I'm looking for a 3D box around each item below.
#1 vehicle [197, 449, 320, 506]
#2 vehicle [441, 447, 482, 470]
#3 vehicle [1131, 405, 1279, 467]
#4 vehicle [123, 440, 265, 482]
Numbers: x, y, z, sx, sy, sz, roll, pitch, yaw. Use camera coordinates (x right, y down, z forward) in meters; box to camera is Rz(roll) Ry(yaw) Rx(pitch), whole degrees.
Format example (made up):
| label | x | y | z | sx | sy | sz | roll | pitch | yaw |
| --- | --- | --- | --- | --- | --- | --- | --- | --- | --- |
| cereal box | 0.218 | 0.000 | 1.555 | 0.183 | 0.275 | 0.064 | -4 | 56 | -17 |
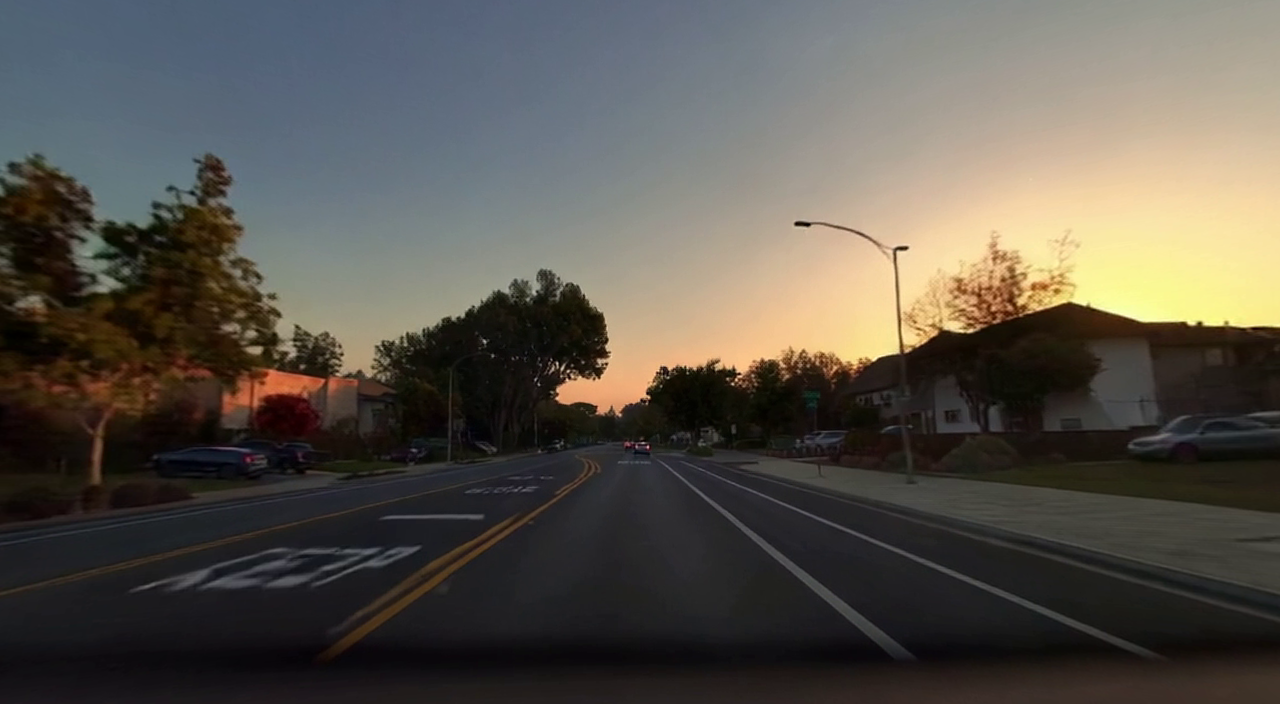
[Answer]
| label | x | y | z | sx | sy | sz | roll | pitch | yaw |
| --- | --- | --- | --- | --- | --- | --- | --- | --- | --- |
| vehicle | -12.902 | 4.212 | 21.587 | 1.791 | 1.552 | 3.919 | -3 | -7 | 0 |
| vehicle | -12.851 | 7.667 | 45.526 | 1.777 | 1.555 | 4.000 | 0 | -8 | 0 |
| vehicle | 19.134 | 2.629 | 19.771 | 5.425 | 1.806 | 2.331 | 0 | -7 | 1 |
| vehicle | -19.585 | 4.780 | 27.833 | 4.661 | 1.726 | 1.978 | 1 | -8 | -4 |
